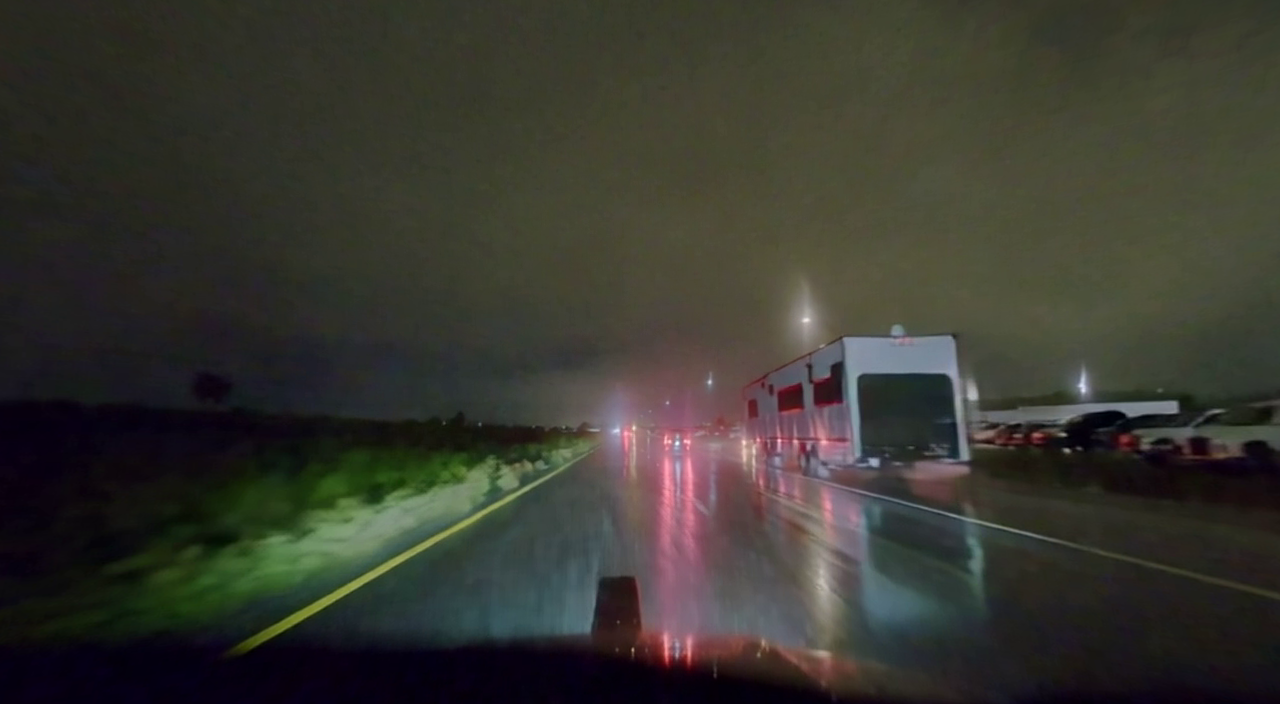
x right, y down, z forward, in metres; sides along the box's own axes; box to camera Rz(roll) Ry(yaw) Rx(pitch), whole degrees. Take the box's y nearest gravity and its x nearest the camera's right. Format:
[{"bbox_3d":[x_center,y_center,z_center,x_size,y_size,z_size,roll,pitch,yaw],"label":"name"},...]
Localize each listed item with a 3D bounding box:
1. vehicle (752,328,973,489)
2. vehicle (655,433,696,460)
[{"bbox_3d":[6.884,2.348,23.052,2.937,4.119,14.096,0,-8,0],"label":"vehicle"},{"bbox_3d":[1.993,5.449,36.477,2.037,1.504,4.248,0,-8,-2],"label":"vehicle"}]
